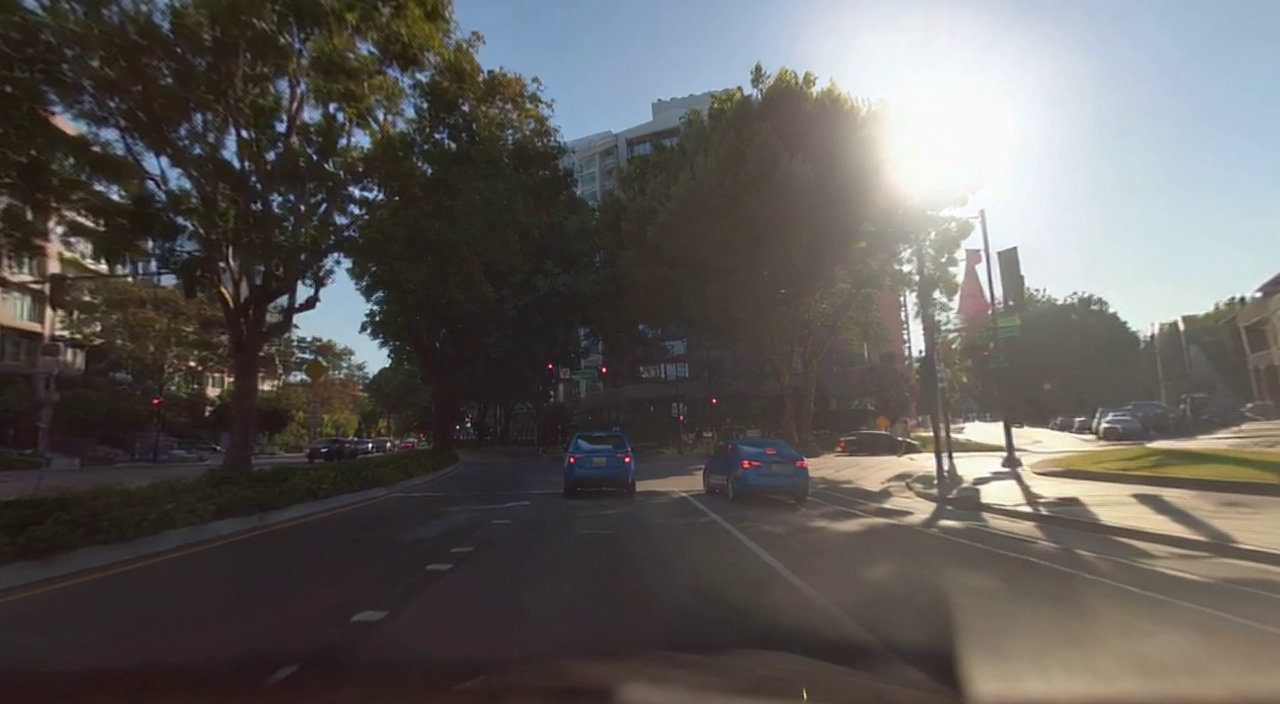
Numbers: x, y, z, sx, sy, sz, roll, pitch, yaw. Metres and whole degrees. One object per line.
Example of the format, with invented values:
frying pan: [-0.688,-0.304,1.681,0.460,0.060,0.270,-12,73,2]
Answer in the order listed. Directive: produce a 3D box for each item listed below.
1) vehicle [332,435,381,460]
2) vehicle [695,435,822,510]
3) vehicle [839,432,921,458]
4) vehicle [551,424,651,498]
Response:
vehicle: [-20.711,7.033,46.368,2.207,1.765,4.569,2,-9,-11]
vehicle: [2.581,2.763,14.938,1.918,1.479,4.468,1,-9,-3]
vehicle: [16.882,6.583,44.691,5.023,1.756,2.001,-1,-9,8]
vehicle: [-1.077,2.869,16.884,2.317,1.713,4.231,1,-9,-5]
